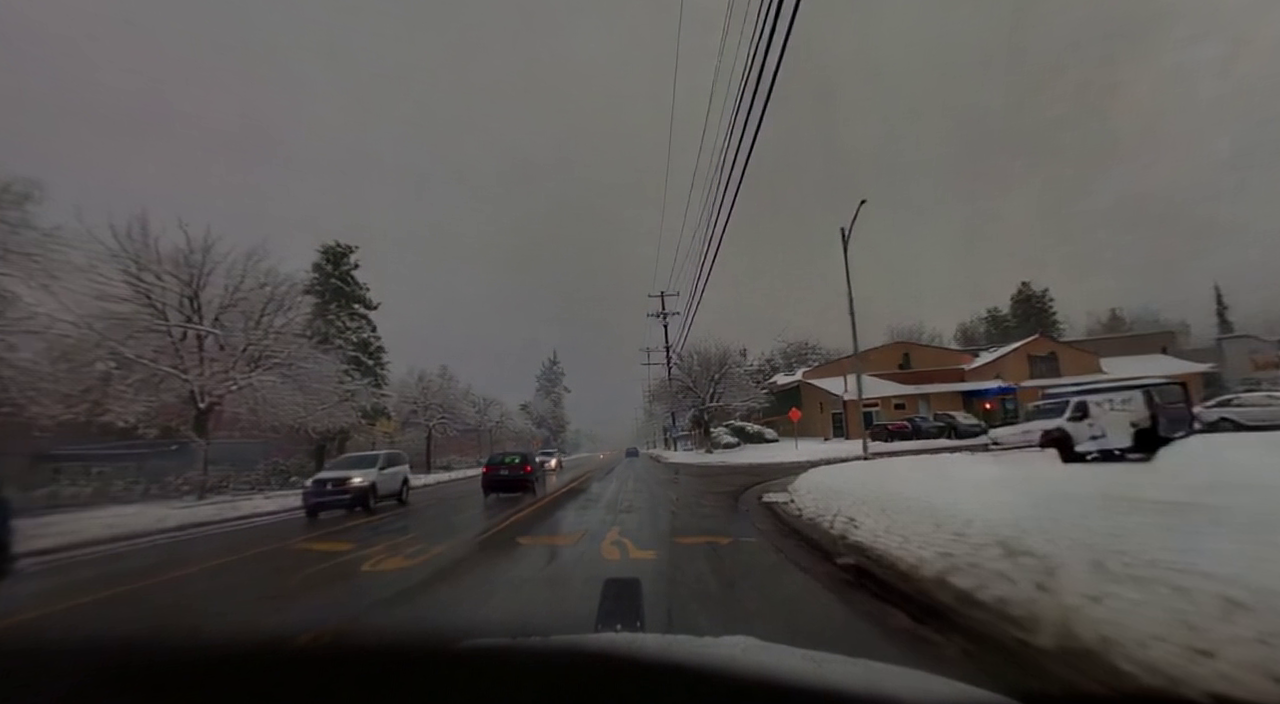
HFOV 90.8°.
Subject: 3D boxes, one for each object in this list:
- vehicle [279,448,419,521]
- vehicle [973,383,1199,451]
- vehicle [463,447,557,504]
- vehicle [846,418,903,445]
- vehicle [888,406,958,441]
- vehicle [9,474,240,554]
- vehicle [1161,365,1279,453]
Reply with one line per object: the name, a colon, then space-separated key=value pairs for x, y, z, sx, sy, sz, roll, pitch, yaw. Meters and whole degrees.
vehicle: x=-8.041 y=3.639 z=17.986 sx=1.956 sy=1.751 sz=4.354 roll=0 pitch=-8 yaw=-1
vehicle: x=13.934 y=2.120 z=20.094 sx=5.266 sy=2.021 sz=2.329 roll=-1 pitch=-8 yaw=4
vehicle: x=-3.732 y=3.602 z=18.950 sx=1.943 sy=1.455 sz=4.414 roll=0 pitch=-8 yaw=-1
vehicle: x=14.388 y=4.963 z=38.954 sx=1.835 sy=1.549 sz=4.178 roll=0 pitch=-8 yaw=-1
vehicle: x=17.445 y=4.504 z=39.218 sx=2.014 sy=2.048 sz=4.717 roll=0 pitch=-8 yaw=-2
vehicle: x=-12.395 y=3.874 z=15.693 sx=1.935 sy=1.463 sz=4.449 roll=0 pitch=-8 yaw=1
vehicle: x=19.737 y=1.783 z=19.297 sx=4.982 sy=2.516 sz=2.697 roll=-2 pitch=-9 yaw=12
